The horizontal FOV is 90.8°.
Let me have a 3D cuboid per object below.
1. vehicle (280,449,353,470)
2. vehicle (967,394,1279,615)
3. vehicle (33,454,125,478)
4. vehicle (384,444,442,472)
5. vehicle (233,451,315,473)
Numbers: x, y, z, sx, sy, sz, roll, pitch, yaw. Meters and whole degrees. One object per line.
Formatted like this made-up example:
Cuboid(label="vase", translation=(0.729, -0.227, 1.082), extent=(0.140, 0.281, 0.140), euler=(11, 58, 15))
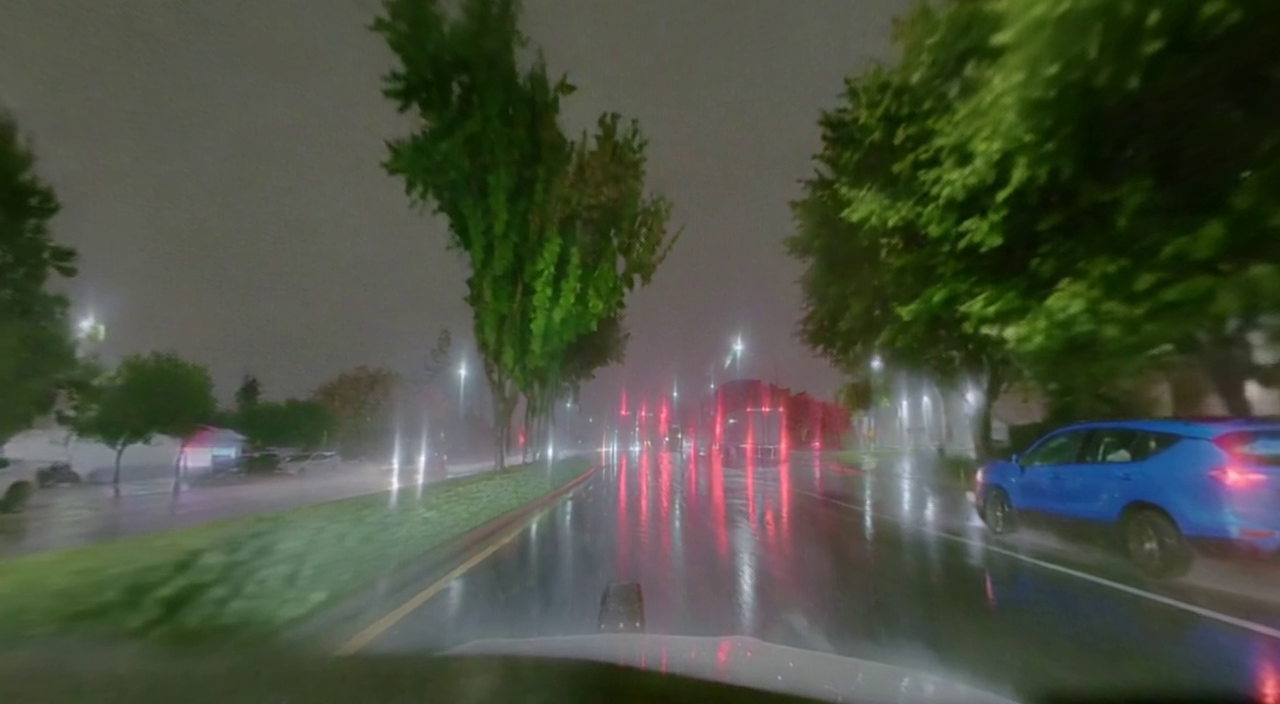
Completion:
Cuboid(label="vehicle", translation=(-24.727, 8.226, 48.416), extent=(4.499, 1.507, 1.978), euler=(0, -8, 0))
Cuboid(label="vehicle", translation=(6.076, 1.548, 7.347), extent=(2.012, 1.754, 4.635), euler=(0, -8, 0))
Cuboid(label="vehicle", translation=(-38.628, 7.862, 43.662), extent=(4.397, 1.416, 1.811), euler=(3, -10, -30))
Cuboid(label="vehicle", translation=(-15.268, 7.131, 42.778), extent=(2.063, 1.718, 4.905), euler=(0, -8, 0))
Cuboid(label="vehicle", translation=(-25.060, 7.501, 43.306), extent=(4.461, 1.452, 1.855), euler=(-1, -8, 3))
